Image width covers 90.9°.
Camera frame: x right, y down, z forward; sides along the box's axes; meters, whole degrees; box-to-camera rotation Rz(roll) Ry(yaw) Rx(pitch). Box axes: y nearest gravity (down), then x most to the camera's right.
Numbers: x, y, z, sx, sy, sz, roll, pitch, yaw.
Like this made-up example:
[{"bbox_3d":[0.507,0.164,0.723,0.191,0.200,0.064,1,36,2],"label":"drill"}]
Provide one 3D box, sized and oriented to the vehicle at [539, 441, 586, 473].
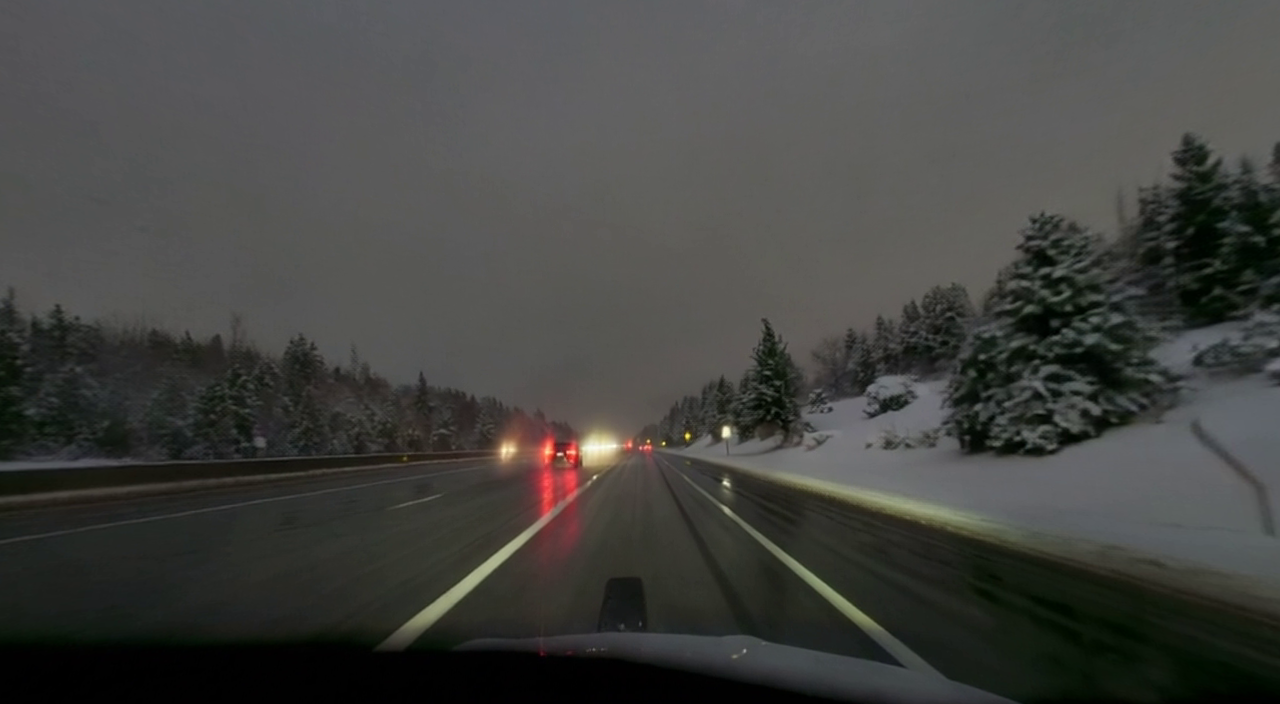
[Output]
[{"bbox_3d":[-3.790,5.197,31.569,1.786,1.488,4.023,0,-8,1],"label":"vehicle"}]
